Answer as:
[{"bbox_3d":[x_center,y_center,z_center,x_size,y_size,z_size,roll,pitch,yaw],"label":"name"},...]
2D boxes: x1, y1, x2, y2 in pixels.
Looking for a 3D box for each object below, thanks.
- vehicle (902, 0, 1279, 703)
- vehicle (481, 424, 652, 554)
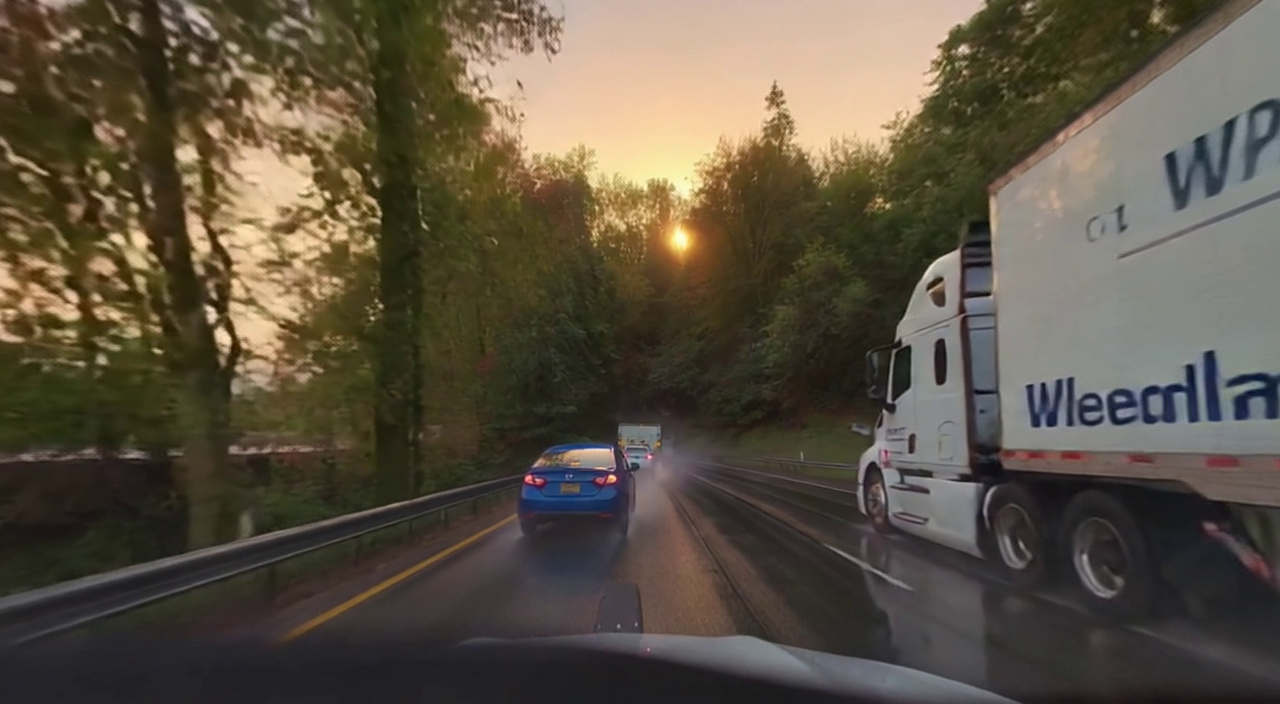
[{"bbox_3d":[4.895,-0.503,1.018,2.825,4.043,14.051,0,-9,0],"label":"vehicle"},{"bbox_3d":[-0.880,1.981,9.678,2.038,1.582,3.729,-1,-9,2],"label":"vehicle"}]
